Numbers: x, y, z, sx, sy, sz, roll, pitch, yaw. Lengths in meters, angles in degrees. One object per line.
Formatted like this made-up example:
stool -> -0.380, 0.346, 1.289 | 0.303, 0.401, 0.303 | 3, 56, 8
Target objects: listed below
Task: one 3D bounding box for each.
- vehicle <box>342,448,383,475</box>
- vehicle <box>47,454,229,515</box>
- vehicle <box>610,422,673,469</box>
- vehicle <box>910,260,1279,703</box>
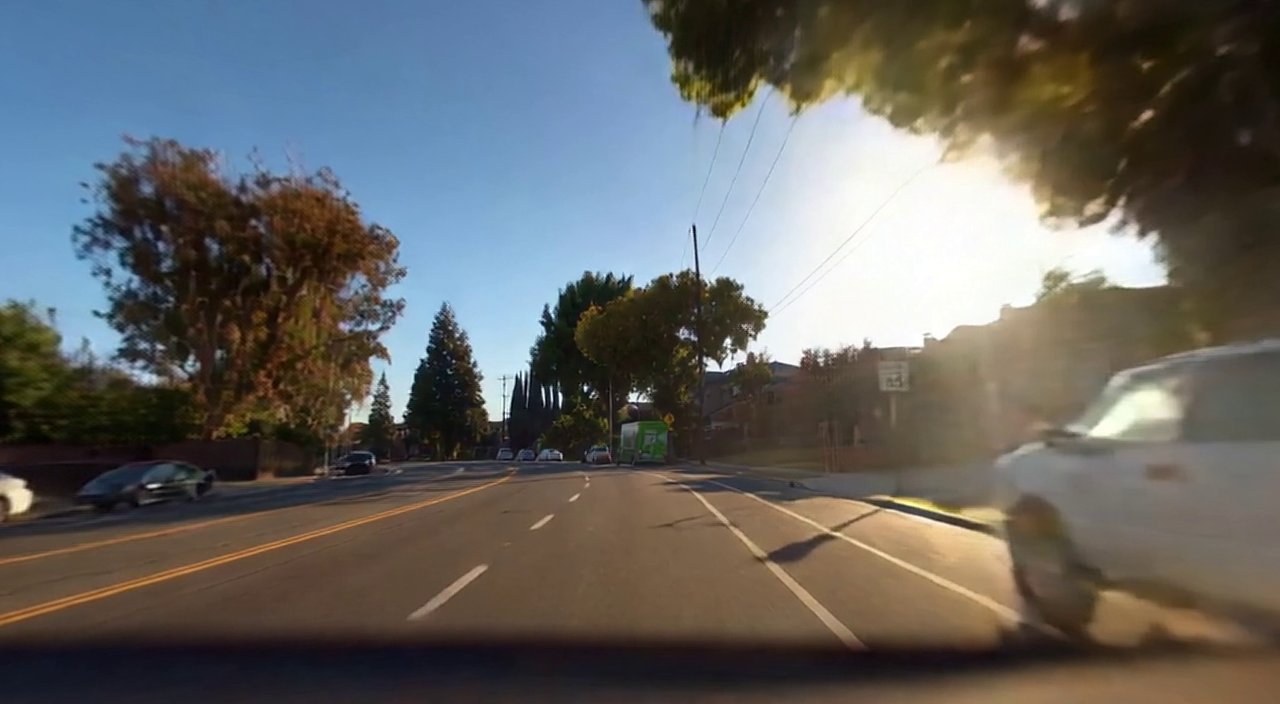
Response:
vehicle -> -19.617, 7.724, 44.474 | 1.976, 1.797, 4.249 | 2, -9, -15
vehicle -> -15.027, 3.941, 19.215 | 1.934, 1.480, 4.510 | -2, -8, -1
vehicle -> -0.076, 7.228, 48.711 | 2.918, 3.319, 7.595 | 2, -9, -15
vehicle -> 4.067, 0.738, 3.036 | 2.505, 2.192, 6.181 | 0, -9, -3
